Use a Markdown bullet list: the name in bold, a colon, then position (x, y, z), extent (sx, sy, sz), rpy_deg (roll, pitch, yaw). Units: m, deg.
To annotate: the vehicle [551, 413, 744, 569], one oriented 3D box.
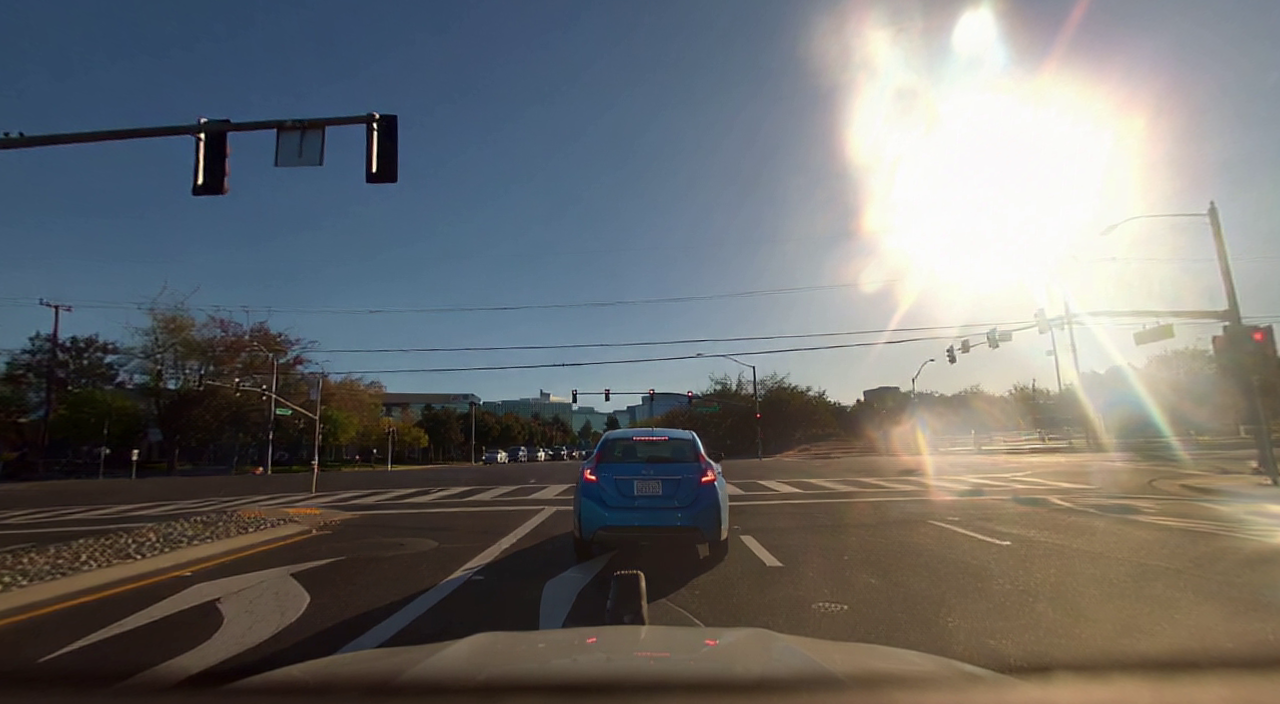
- **vehicle**: position (0.035, 1.757, 8.705), extent (2.027, 1.626, 3.942), rpy_deg (0, -8, -1)
